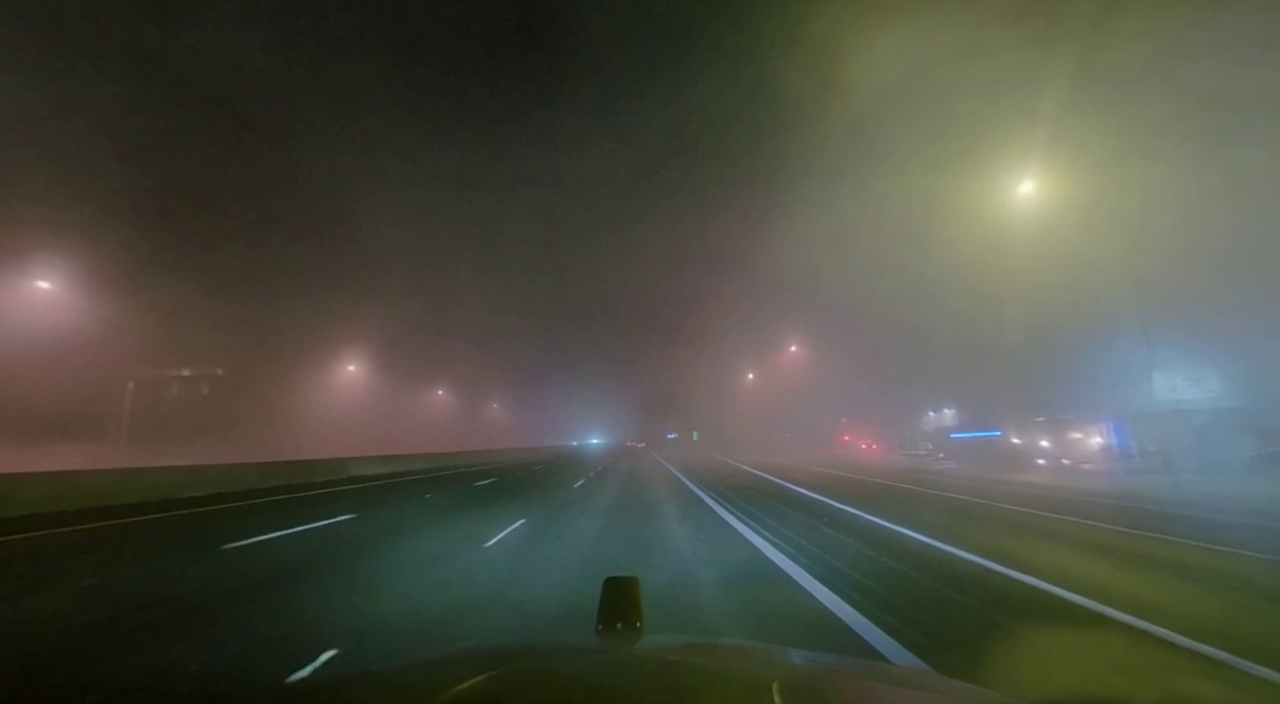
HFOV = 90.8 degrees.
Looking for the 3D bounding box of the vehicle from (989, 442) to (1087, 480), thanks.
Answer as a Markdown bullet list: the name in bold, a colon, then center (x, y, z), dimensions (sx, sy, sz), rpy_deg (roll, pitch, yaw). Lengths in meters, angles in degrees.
- **vehicle**: center (22.515, 6.133, 36.036), dimensions (2.013, 1.958, 5.318), rpy_deg (-1, -8, -1)
